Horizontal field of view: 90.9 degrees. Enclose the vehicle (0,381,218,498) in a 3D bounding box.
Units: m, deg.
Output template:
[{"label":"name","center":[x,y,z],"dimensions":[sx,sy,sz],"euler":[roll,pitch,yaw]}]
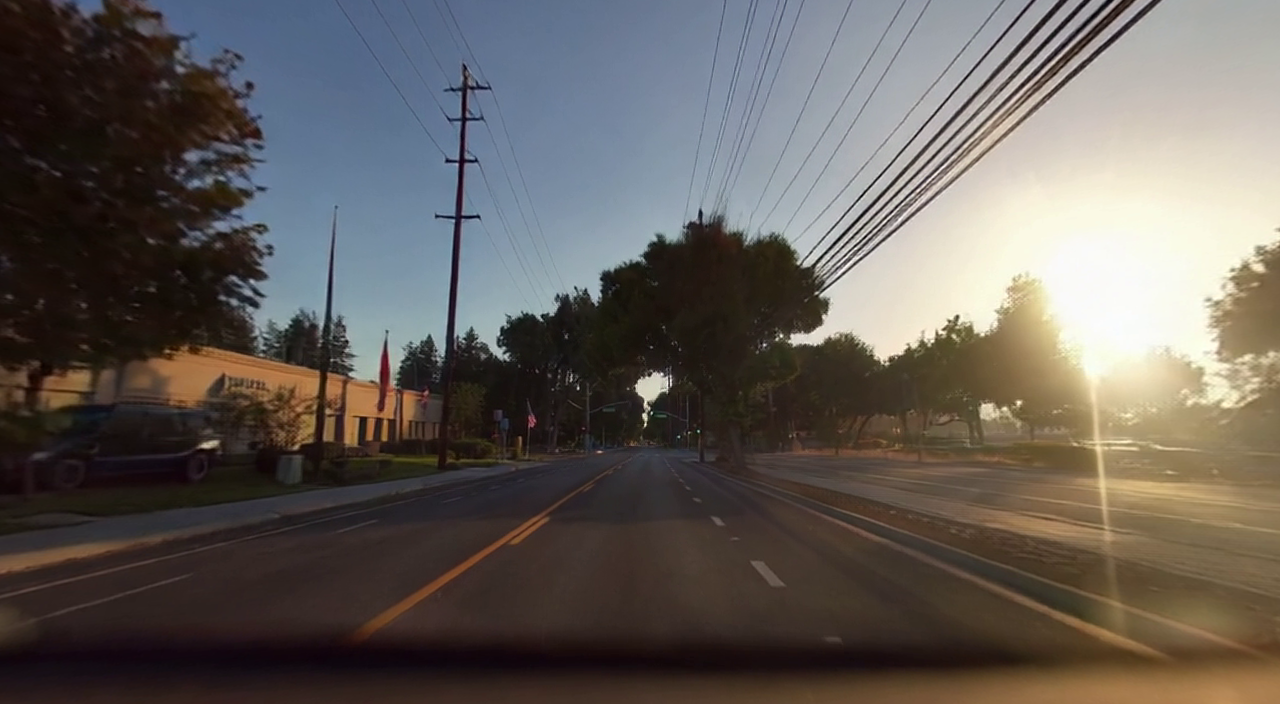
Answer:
[{"label":"vehicle","center":[-13.171,2.103,15.127],"dimensions":[2.476,2.256,5.686],"euler":[1,-8,-5]}]
